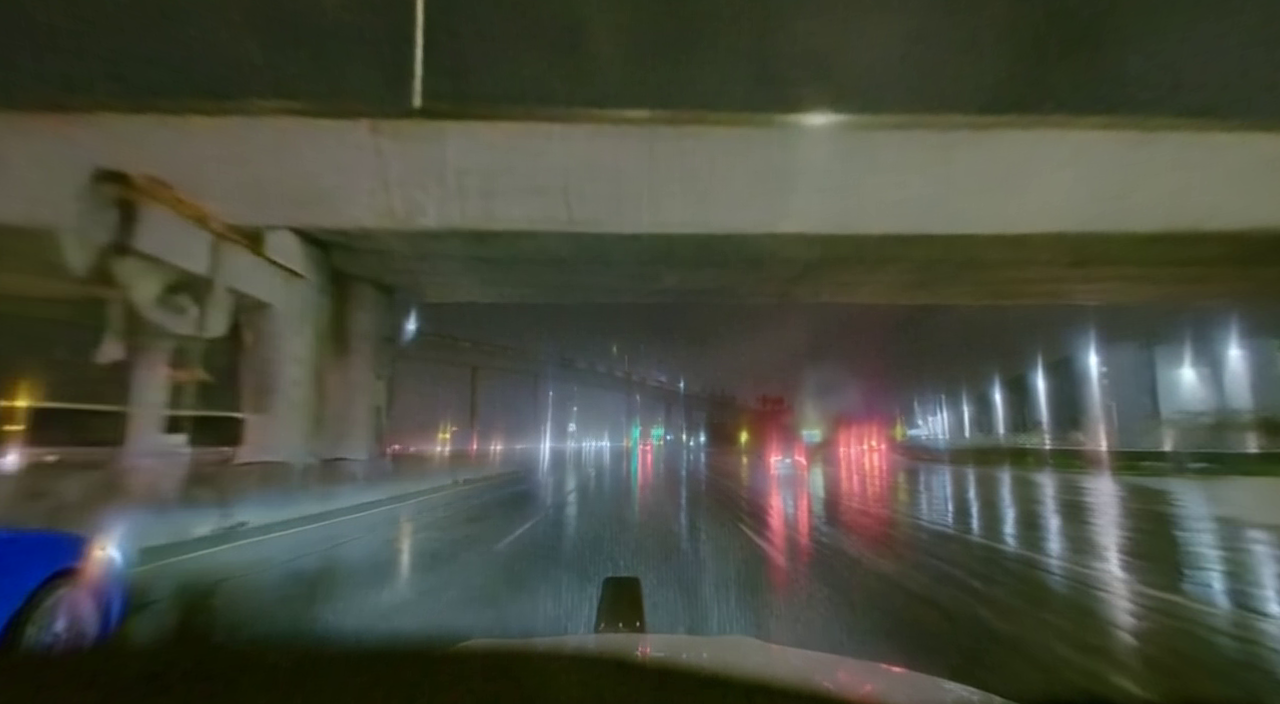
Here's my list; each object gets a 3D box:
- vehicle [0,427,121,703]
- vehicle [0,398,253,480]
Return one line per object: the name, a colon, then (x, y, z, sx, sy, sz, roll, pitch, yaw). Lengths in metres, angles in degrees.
vehicle: (-4.083, 0.878, 1.531, 2.044, 1.478, 4.114, 0, -9, 1)
vehicle: (-29.592, 5.346, 37.995, 3.042, 3.944, 14.722, 0, -9, 0)
